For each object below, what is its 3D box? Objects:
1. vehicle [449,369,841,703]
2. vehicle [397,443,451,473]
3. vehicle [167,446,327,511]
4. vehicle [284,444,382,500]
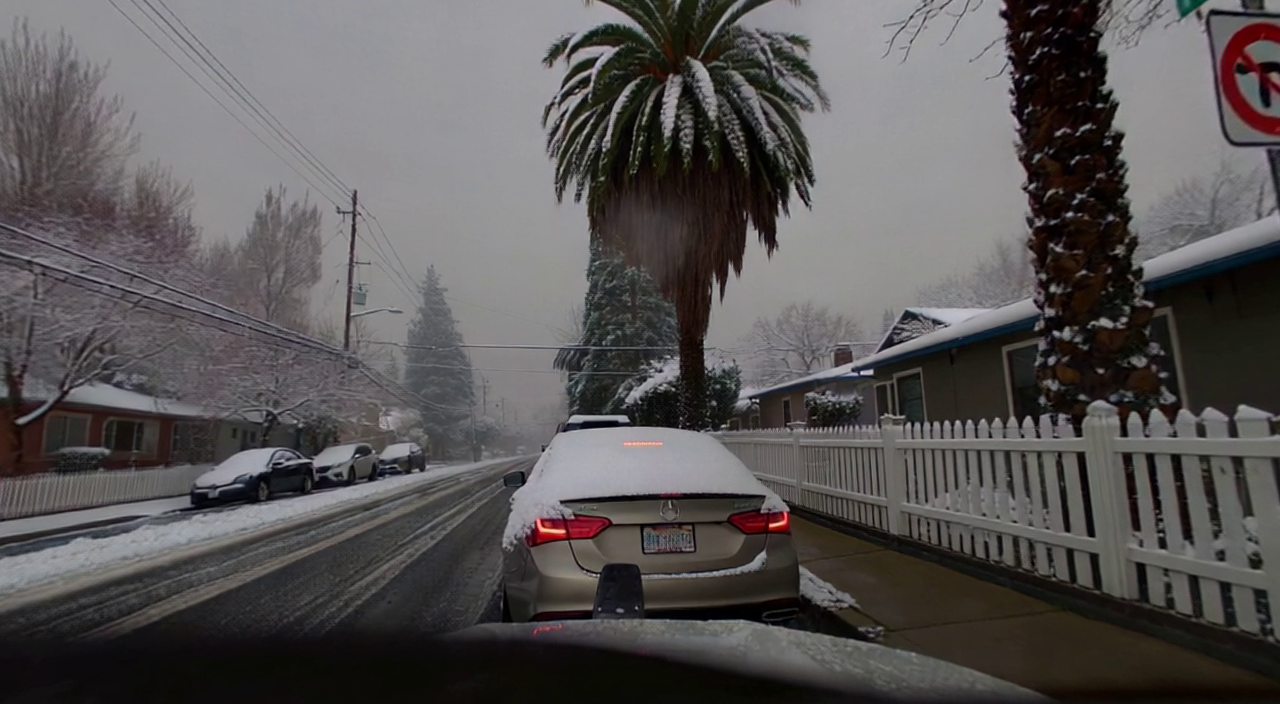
[{"bbox_3d":[-0.136,1.214,5.003,1.894,1.695,3.795,1,-8,-6],"label":"vehicle"},{"bbox_3d":[-13.157,6.464,38.692,2.060,1.689,4.999,1,-8,-7],"label":"vehicle"},{"bbox_3d":[-11.401,3.650,18.805,2.017,1.627,5.039,1,-8,-7],"label":"vehicle"},{"bbox_3d":[-12.148,4.710,25.285,2.048,1.485,4.757,-4,-4,-8],"label":"vehicle"}]
